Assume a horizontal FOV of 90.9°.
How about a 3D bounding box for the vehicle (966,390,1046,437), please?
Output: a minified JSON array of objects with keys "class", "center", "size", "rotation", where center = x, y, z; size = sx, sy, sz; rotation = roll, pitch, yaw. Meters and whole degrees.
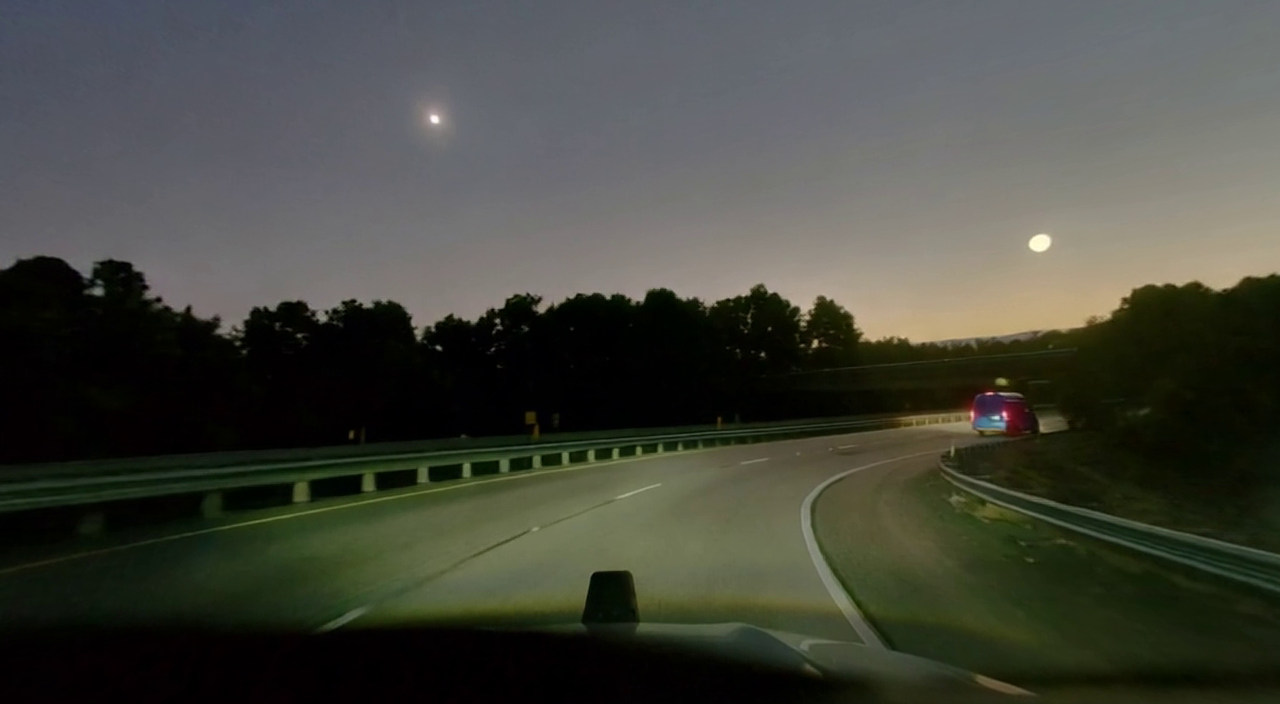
[{"class":"vehicle","center":[22.081,3.788,37.924],"size":[5.330,2.577,2.352],"rotation":[6,-10,-40]}]
